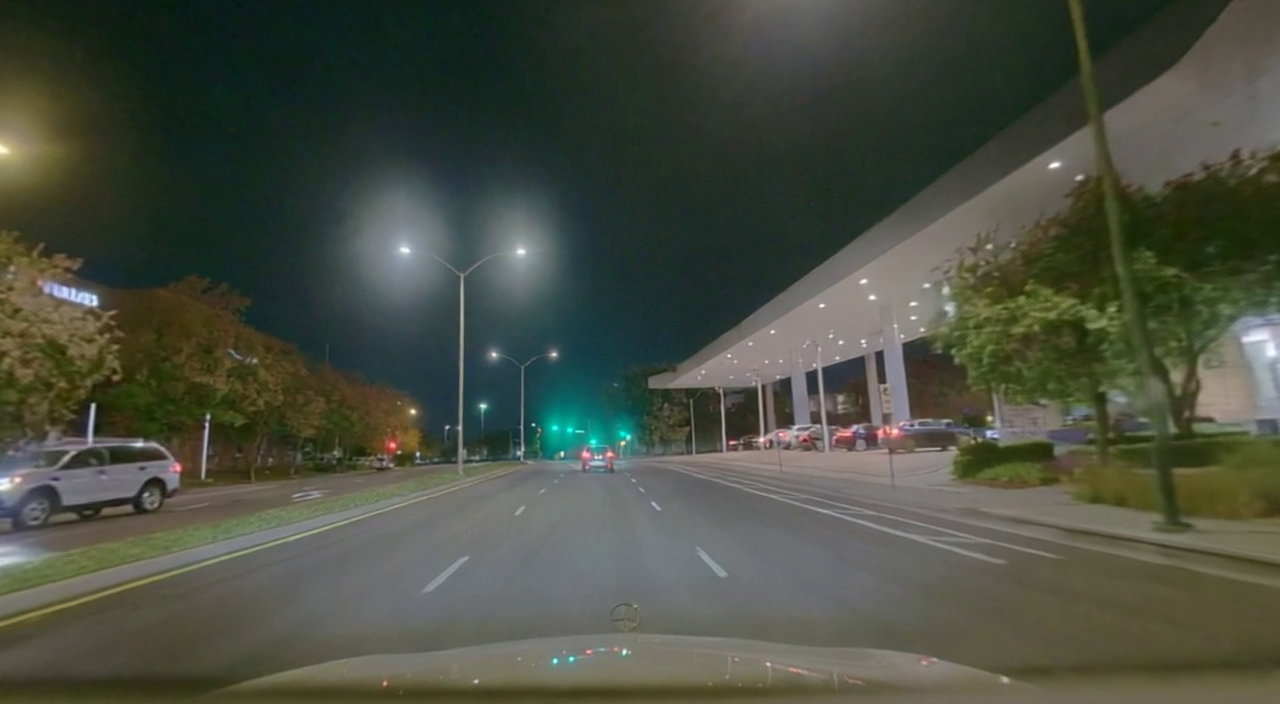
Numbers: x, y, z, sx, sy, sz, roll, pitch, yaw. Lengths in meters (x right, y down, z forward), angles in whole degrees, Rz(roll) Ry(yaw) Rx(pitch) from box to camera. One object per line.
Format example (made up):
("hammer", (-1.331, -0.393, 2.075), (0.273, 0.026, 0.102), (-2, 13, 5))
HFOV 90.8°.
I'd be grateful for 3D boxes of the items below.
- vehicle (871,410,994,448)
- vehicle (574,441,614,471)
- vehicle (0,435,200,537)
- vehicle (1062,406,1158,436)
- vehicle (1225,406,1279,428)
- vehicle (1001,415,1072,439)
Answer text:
("vehicle", (14.009, 3.758, 30.447), (4.851, 1.737, 2.189), (1, -9, -7))
("vehicle", (-2.794, 6.135, 37.473), (2.197, 1.642, 4.312), (1, -9, -7))
("vehicle", (-12.171, 2.703, 13.485), (2.275, 1.752, 4.858), (1, -9, -4))
("vehicle", (28.677, 4.298, 38.745), (2.175, 1.626, 4.598), (1, -9, -3))
("vehicle", (44.683, 4.648, 44.935), (1.784, 1.481, 4.199), (1, -8, -7))
("vehicle", (28.212, 5.401, 45.125), (1.900, 1.570, 4.438), (1, -9, -4))
